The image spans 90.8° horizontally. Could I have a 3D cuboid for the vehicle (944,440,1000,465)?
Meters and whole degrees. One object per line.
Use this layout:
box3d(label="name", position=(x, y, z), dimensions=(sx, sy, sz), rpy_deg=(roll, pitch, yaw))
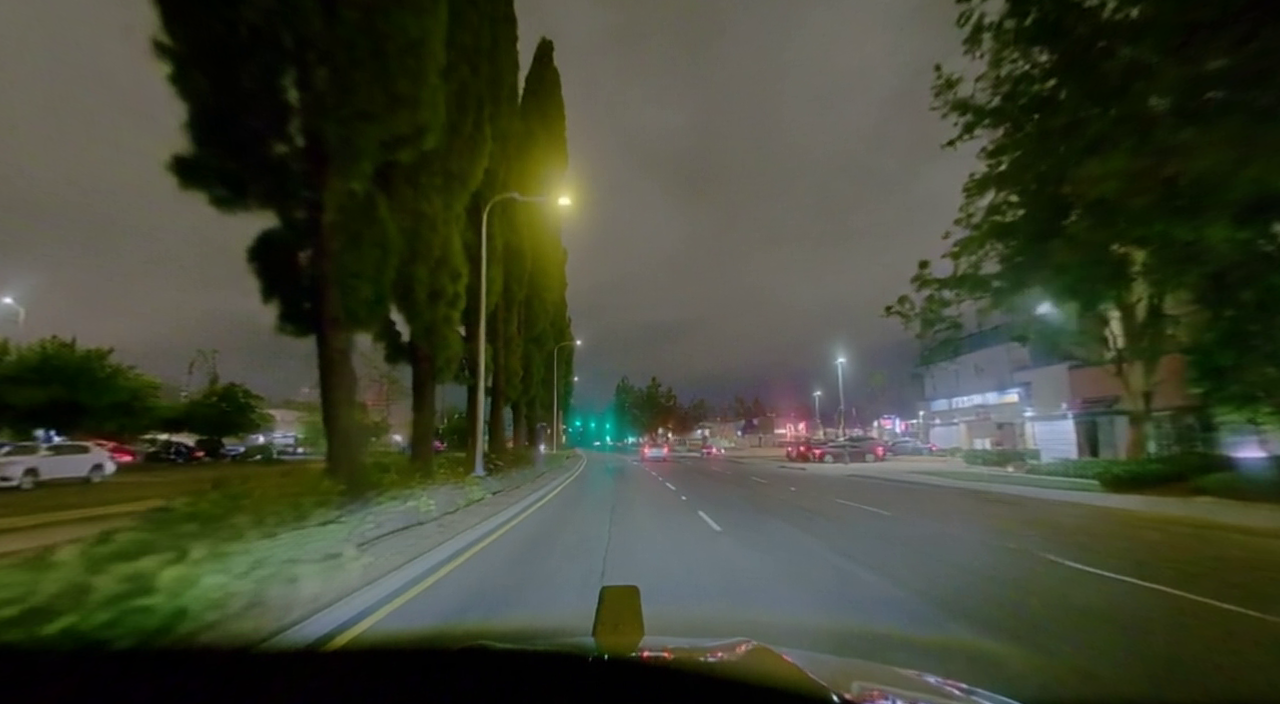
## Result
box3d(label="vehicle", position=(24.716, 7.502, 47.205), dimensions=(1.917, 1.720, 4.071), rpy_deg=(1, -8, 0))

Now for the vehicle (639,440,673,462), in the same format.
box3d(label="vehicle", position=(1.087, 7.077, 45.430), dimensions=(1.913, 1.473, 4.360), rpy_deg=(0, -9, -5))

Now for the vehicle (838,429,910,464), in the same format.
box3d(label="vehicle", position=(17.360, 6.970, 46.644), dimensions=(2.727, 2.396, 5.918), rpy_deg=(-8, -12, 43))

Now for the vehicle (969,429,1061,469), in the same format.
box3d(label="vehicle", position=(27.814, 7.219, 47.235), dimensions=(2.248, 2.714, 6.788), rpy_deg=(2, -8, -5))

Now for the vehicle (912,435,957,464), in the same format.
box3d(label="vehicle", position=(21.820, 7.252, 46.940), dimensions=(2.747, 1.912, 6.426), rpy_deg=(-5, -10, 24))

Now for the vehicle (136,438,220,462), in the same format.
box3d(label="vehicle", position=(-32.573, 6.919, 44.622), dimensions=(4.240, 1.576, 2.038), rpy_deg=(0, -9, -5))

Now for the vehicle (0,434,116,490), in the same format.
box3d(label="vehicle", position=(-19.914, 3.563, 20.712), dimensions=(1.874, 1.651, 4.259), rpy_deg=(0, -8, -2))

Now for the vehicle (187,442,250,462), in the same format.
box3d(label="vehicle", position=(-31.759, 7.543, 47.654), dimensions=(3.543, 1.363, 1.606), rpy_deg=(2, -7, -5))

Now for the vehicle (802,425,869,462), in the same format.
box3d(label="vehicle", position=(15.136, 7.054, 48.606), dimensions=(2.303, 2.641, 5.908), rpy_deg=(-9, -12, 44))
